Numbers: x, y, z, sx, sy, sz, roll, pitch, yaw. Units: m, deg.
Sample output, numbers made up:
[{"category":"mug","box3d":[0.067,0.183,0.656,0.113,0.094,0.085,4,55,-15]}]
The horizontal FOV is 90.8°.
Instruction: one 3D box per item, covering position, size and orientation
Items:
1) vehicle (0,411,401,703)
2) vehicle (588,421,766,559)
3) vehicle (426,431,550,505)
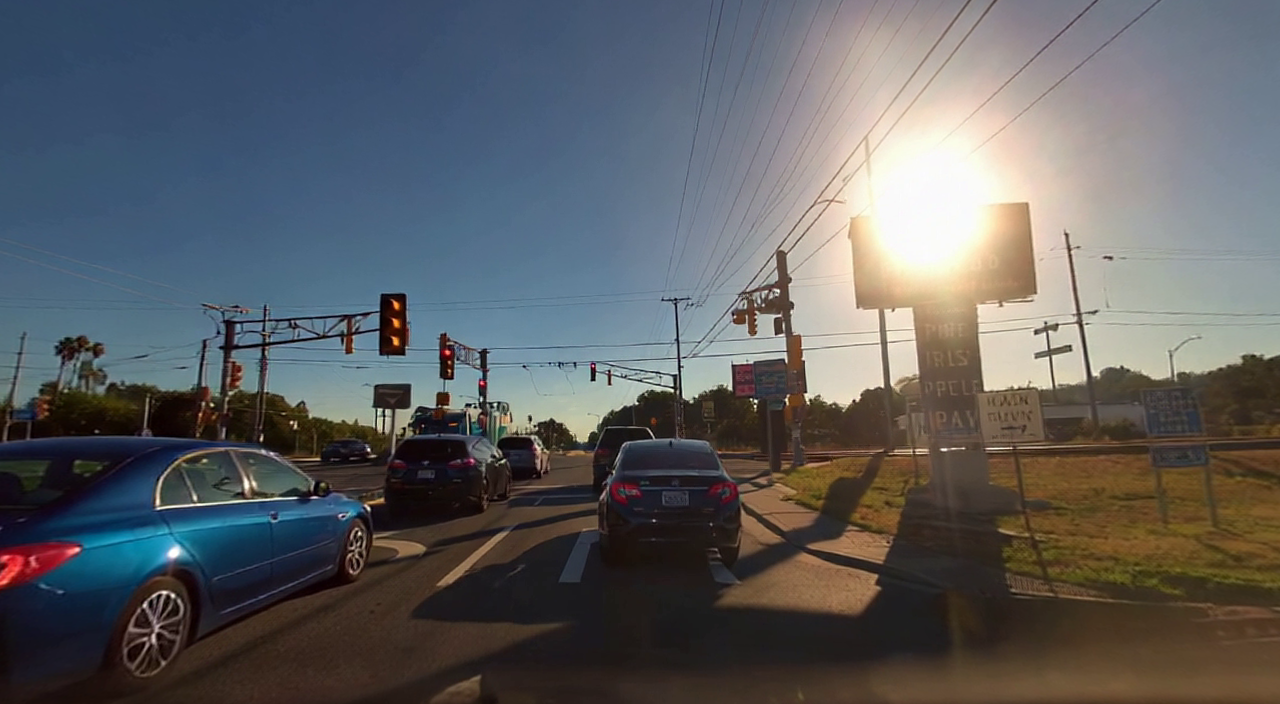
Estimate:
[{"category":"vehicle","box3d":[-3.705,1.317,4.856,1.956,1.468,4.585,0,-8,0]},{"category":"vehicle","box3d":[0.321,1.849,9.140,1.998,1.529,3.960,0,-9,-3]},{"category":"vehicle","box3d":[-3.381,2.663,14.905,1.984,1.505,3.982,0,-8,-1]}]
